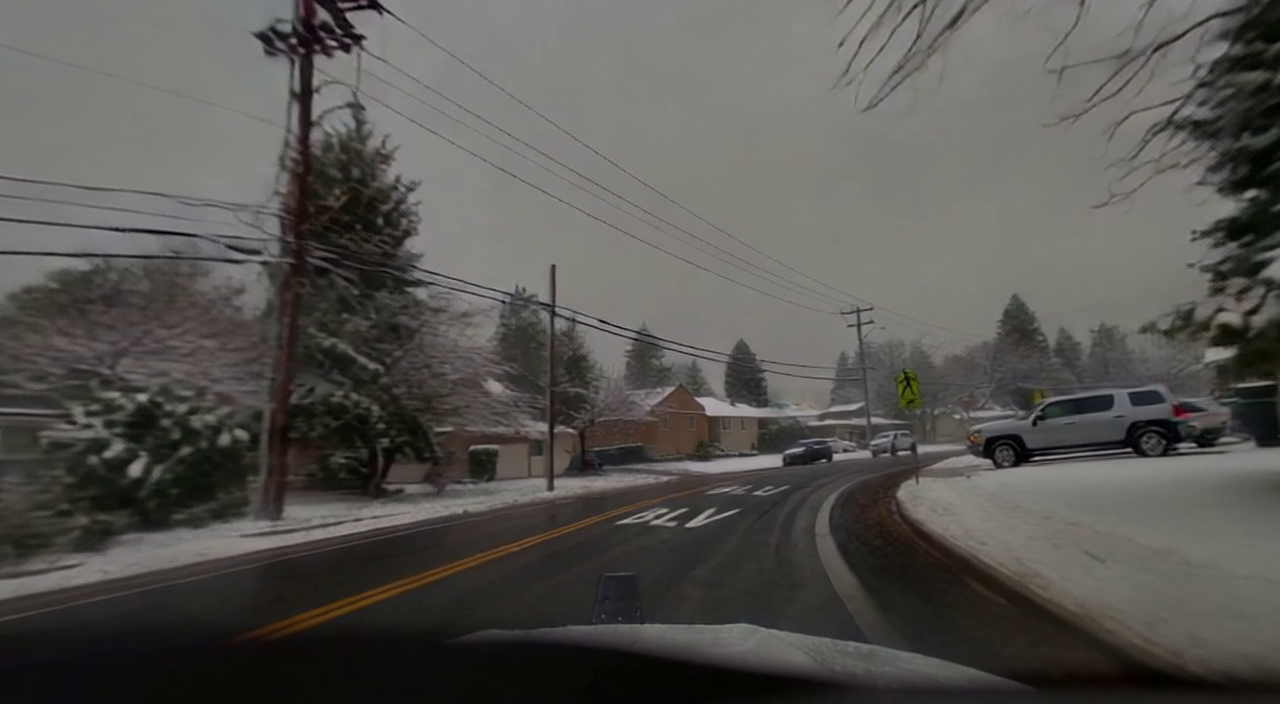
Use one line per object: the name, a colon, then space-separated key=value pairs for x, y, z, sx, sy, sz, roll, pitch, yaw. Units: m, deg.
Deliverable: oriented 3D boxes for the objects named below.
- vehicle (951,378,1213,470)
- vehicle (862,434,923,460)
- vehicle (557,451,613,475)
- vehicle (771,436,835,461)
vehicle: x=10.797 y=1.896 z=15.998 sx=5.011 sy=2.014 sz=2.056 roll=-5 pitch=-10 yaw=29
vehicle: x=18.069 y=6.834 z=45.178 sx=4.463 sy=1.726 sz=2.056 roll=8 pitch=-14 yaw=-40
vehicle: x=-3.791 y=7.526 z=42.993 sx=3.697 sy=1.489 sz=1.842 roll=-8 pitch=-11 yaw=44
vehicle: x=12.349 y=7.339 z=48.196 sx=2.155 sy=1.802 sz=4.758 roll=4 pitch=-9 yaw=-25
